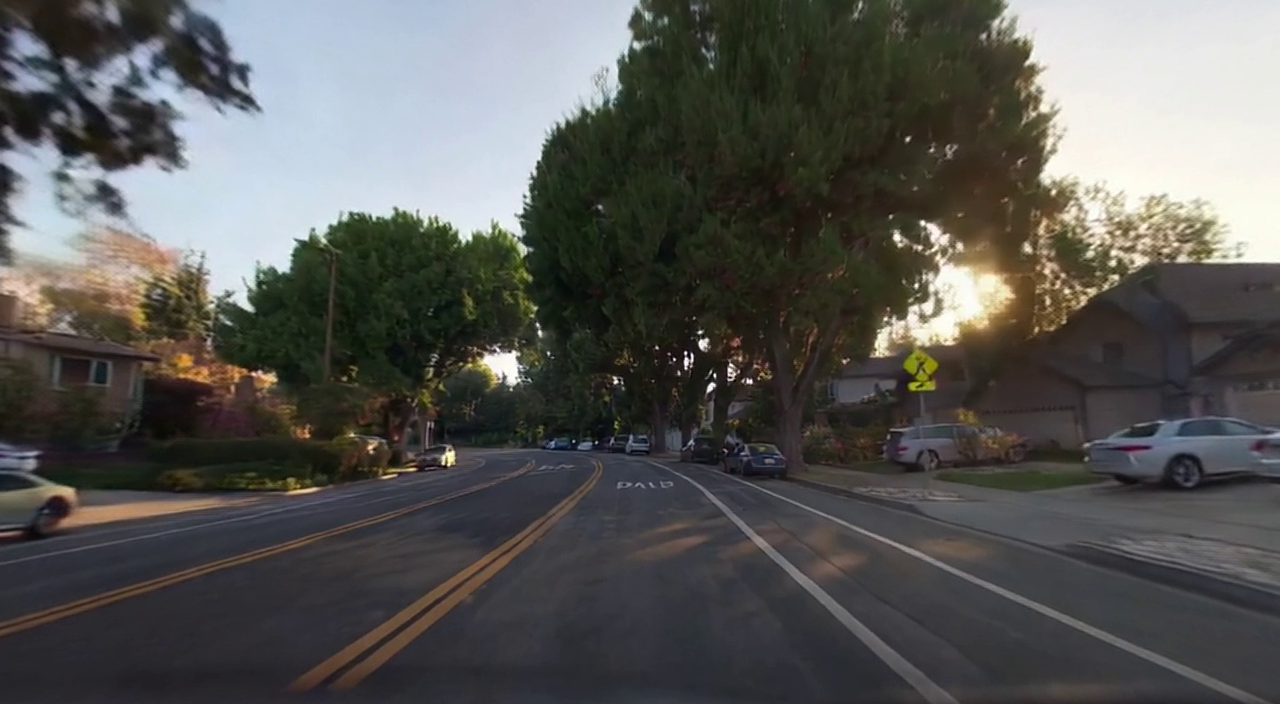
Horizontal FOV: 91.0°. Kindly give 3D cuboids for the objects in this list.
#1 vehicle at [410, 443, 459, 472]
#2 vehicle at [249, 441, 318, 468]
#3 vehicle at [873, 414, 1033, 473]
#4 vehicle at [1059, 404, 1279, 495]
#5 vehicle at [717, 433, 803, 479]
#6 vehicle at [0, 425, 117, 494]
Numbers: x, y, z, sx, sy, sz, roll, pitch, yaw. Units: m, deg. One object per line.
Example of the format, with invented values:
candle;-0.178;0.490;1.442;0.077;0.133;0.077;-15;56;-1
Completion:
vehicle;-13.097;6.734;40.375;2.292;1.499;4.661;-4;-8;-11
vehicle;-20.785;5.967;36.918;1.942;1.464;4.537;1;-9;-8
vehicle;11.757;3.466;23.906;4.882;1.766;2.040;-4;-9;-4
vehicle;12.661;2.193;14.640;4.357;1.792;2.244;-1;-7;-10
vehicle;4.980;4.390;27.169;1.954;1.732;6.409;2;-8;-5
vehicle;-18.988;3.056;18.581;5.098;1.795;1.979;4;-11;0
